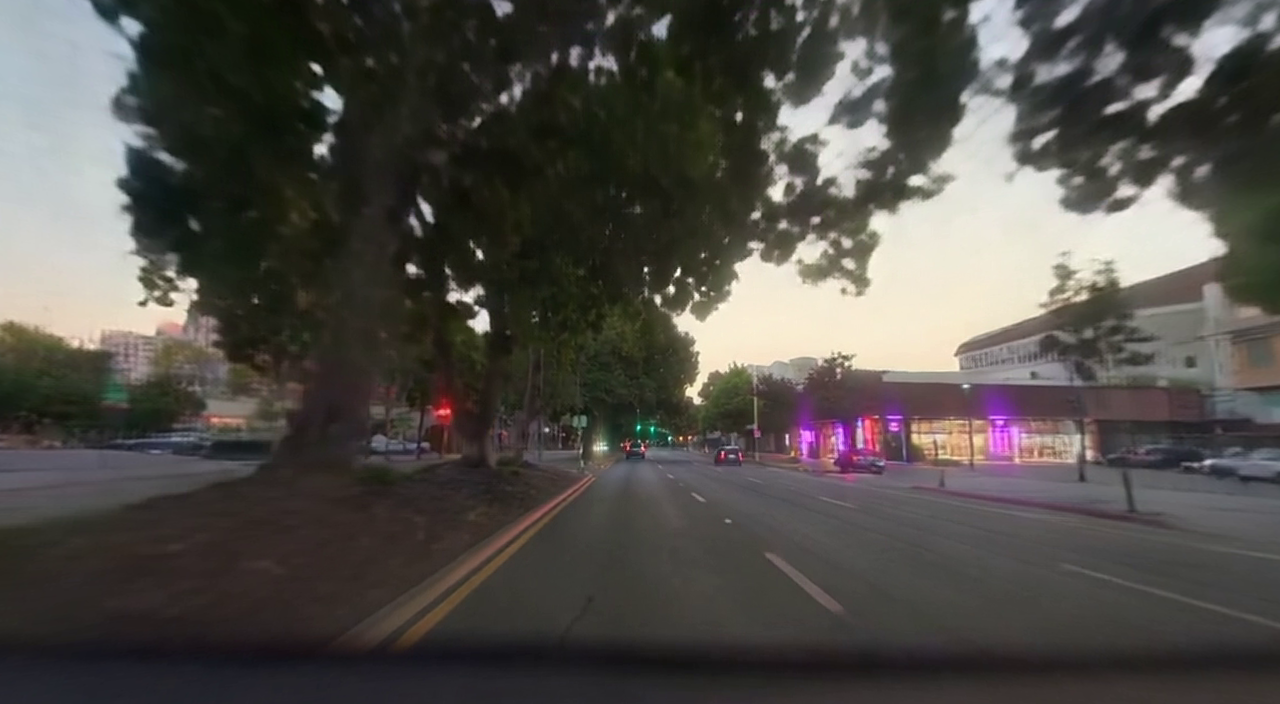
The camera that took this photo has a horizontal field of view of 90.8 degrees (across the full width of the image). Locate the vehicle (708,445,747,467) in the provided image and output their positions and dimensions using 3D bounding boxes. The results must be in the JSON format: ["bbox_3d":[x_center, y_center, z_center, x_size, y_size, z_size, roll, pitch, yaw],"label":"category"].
[{"bbox_3d":[6.223,7.413,45.314,2.024,1.475,4.600,0,-8,-2],"label":"vehicle"}]

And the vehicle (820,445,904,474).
[{"bbox_3d":[13.366,6.482,38.218,4.281,1.719,1.983,0,-8,-1],"label":"vehicle"}]
